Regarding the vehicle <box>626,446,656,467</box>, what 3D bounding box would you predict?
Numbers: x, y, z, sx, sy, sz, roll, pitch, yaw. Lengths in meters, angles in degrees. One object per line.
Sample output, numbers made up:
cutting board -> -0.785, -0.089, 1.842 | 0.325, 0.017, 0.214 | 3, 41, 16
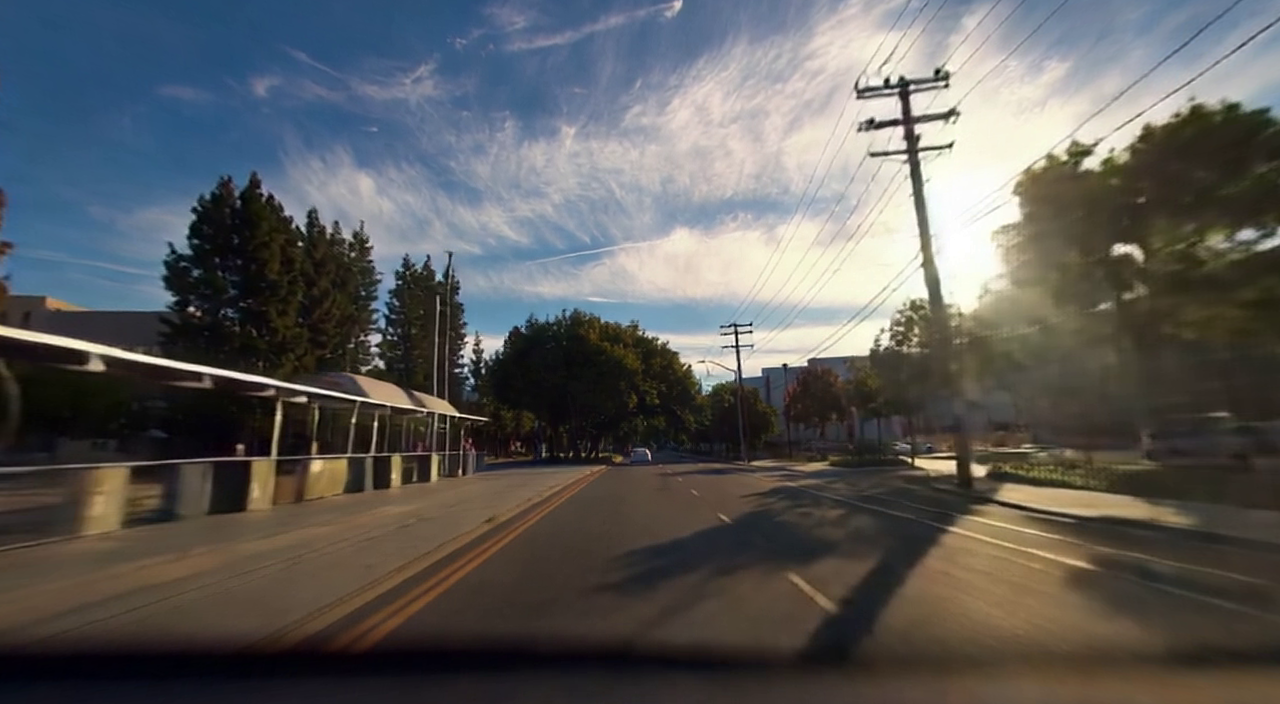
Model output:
vehicle -> 0.055, 7.798, 47.381 | 2.109, 1.501, 4.042 | 0, -8, -1
